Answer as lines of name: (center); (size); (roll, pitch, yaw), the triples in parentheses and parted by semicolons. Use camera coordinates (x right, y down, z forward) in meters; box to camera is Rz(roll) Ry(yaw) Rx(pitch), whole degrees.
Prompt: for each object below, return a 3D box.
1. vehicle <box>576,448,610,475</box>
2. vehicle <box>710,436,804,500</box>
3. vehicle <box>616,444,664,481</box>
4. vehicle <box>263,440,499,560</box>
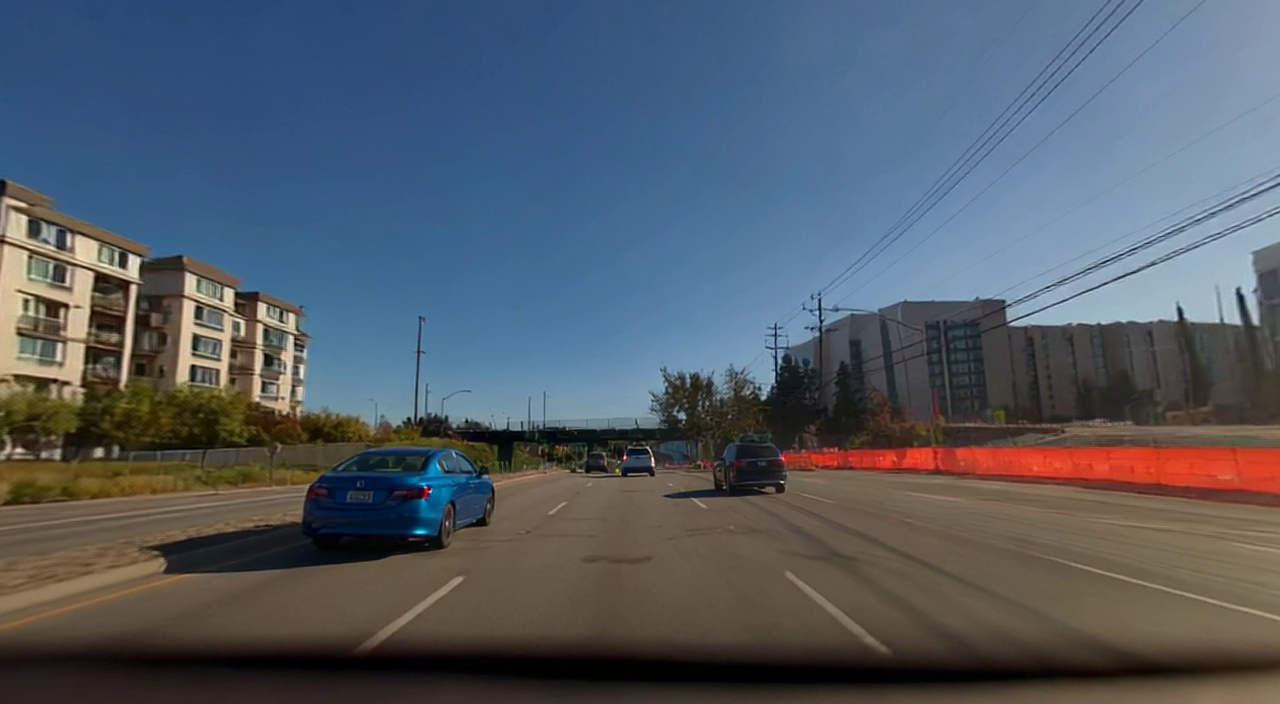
vehicle: (-3.476, 8.121, 47.176); (2.190, 1.832, 4.417); (0, -8, 0)
vehicle: (3.538, 3.590, 20.003); (2.029, 1.797, 4.218); (0, -8, -2)
vehicle: (-0.033, 5.585, 32.156); (2.291, 1.714, 4.217); (0, -8, -1)
vehicle: (-3.715, 2.164, 10.047); (1.968, 1.473, 4.209); (0, -8, 0)
